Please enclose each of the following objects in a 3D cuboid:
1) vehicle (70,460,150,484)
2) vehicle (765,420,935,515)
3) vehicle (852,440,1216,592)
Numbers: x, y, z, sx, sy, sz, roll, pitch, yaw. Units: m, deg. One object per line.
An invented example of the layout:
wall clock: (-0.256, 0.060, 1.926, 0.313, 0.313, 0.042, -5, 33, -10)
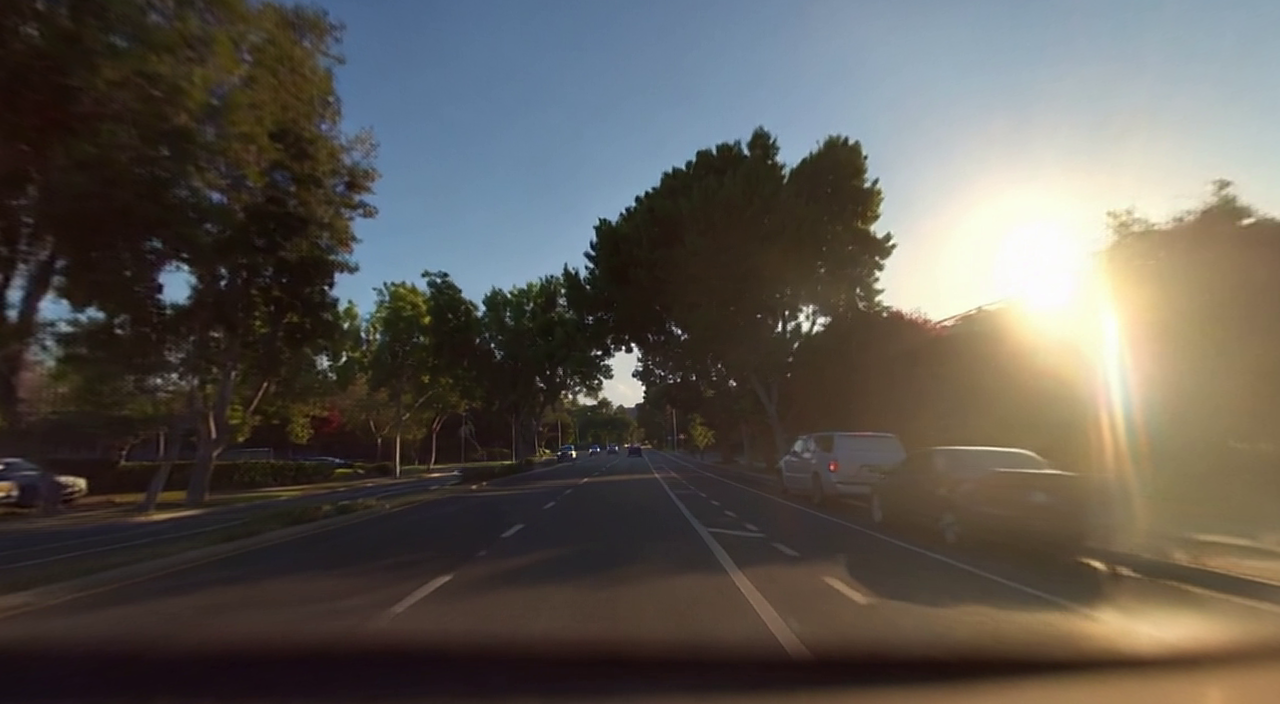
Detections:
vehicle: (-36.017, 8.134, 43.093, 3.854, 1.476, 1.842, 5, -10, -32)
vehicle: (4.632, 2.643, 14.992, 2.115, 1.843, 5.141, 0, -8, -2)
vehicle: (4.497, 1.885, 8.220, 1.935, 1.433, 4.241, 0, -8, -1)
